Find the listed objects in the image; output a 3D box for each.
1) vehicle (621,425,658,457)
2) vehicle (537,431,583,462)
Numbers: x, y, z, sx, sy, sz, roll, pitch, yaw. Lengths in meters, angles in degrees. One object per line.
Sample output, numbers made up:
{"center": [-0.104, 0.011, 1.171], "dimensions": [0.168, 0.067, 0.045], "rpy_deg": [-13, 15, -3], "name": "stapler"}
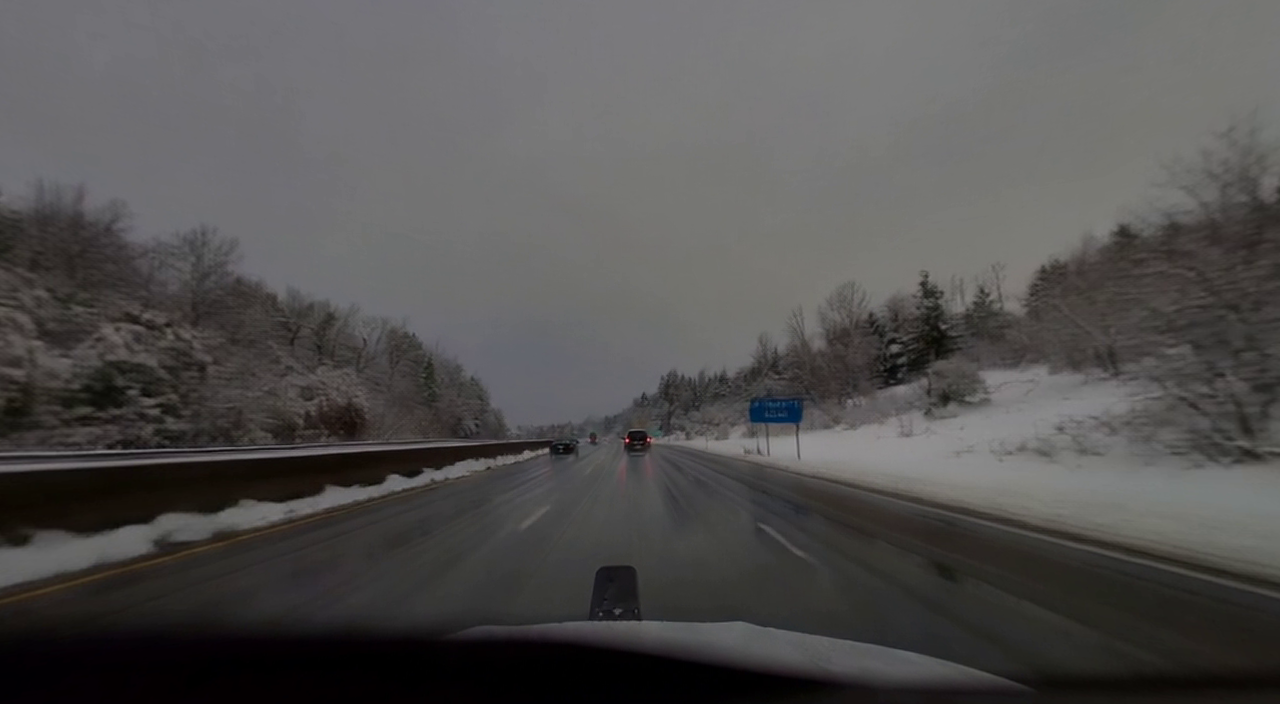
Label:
{"center": [-0.072, 5.726, 40.577], "dimensions": [2.223, 1.957, 4.416], "rpy_deg": [0, -8, -2], "name": "vehicle"}
{"center": [-4.265, 5.125, 34.166], "dimensions": [2.062, 1.567, 4.117], "rpy_deg": [0, -8, -1], "name": "vehicle"}
